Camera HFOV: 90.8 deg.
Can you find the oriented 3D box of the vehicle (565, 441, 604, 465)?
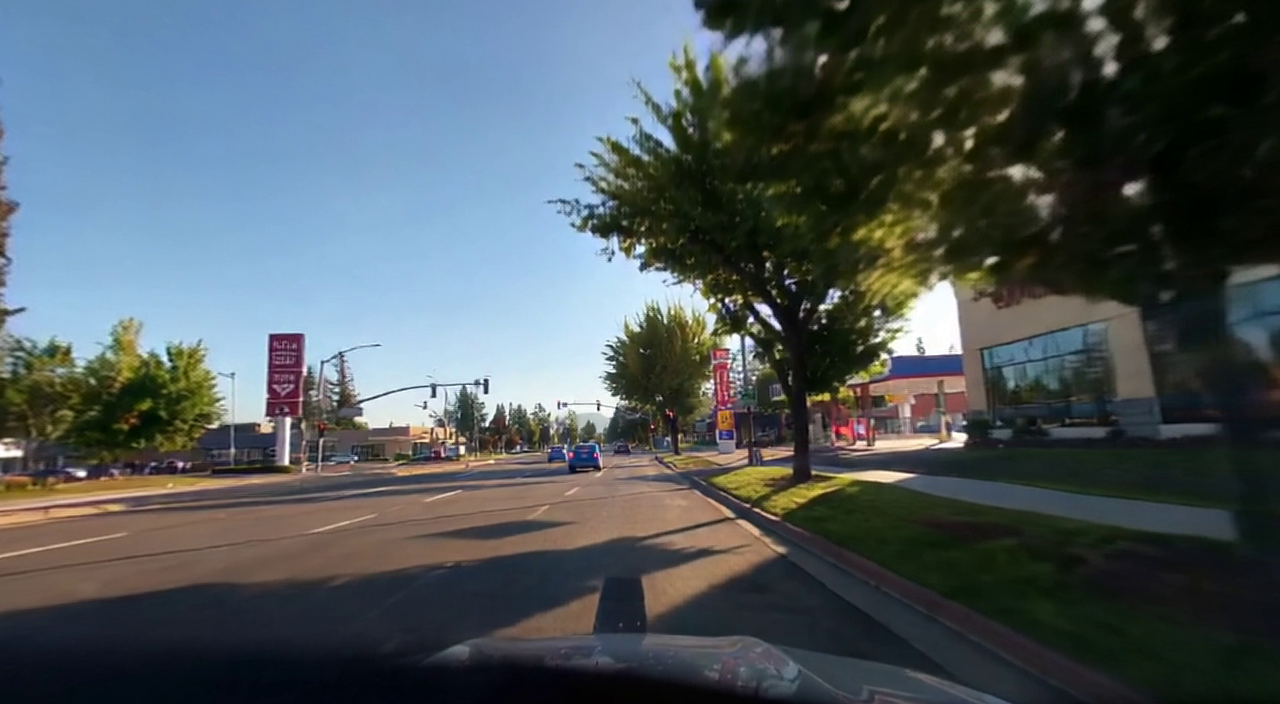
[{"bbox_3d":[-3.609,6.676,41.889,2.054,1.449,4.772,0,-8,1],"label":"vehicle"}]
